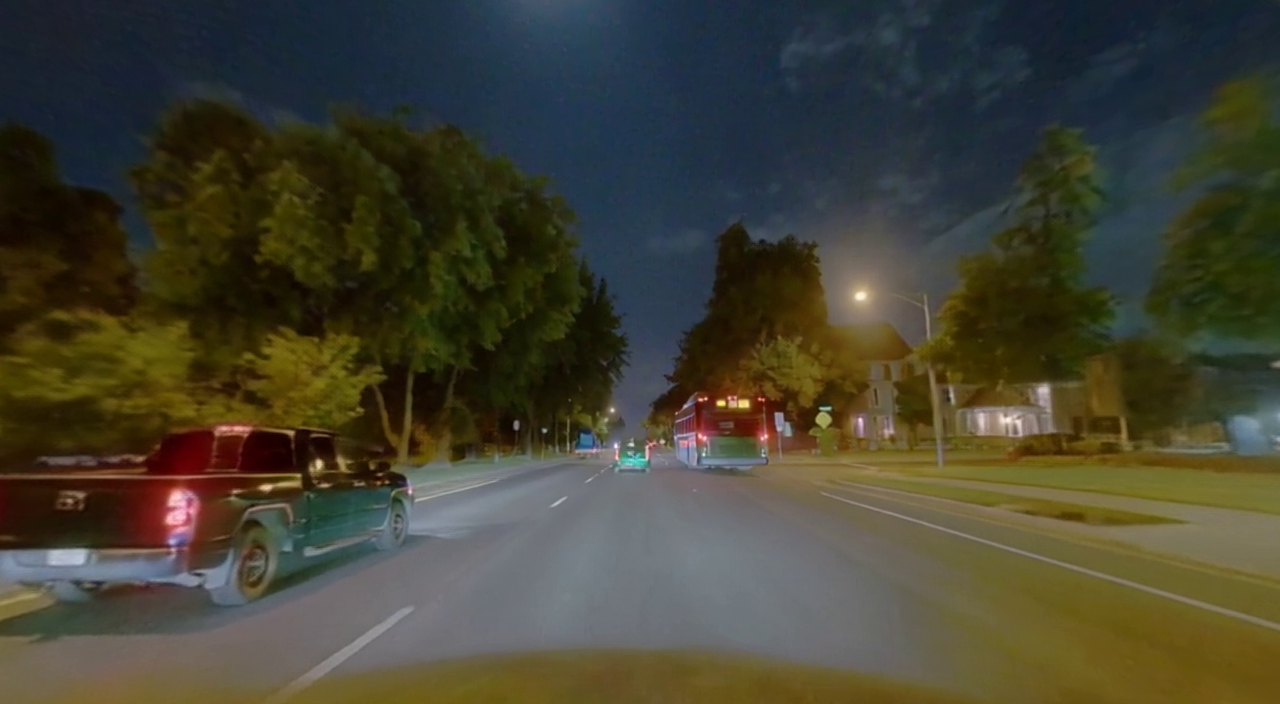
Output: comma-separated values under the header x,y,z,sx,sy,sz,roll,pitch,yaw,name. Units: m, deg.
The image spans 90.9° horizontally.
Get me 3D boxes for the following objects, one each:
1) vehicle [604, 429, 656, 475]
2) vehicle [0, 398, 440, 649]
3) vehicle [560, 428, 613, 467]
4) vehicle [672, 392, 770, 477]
x,y,z,sx,sy,sz,roll,pitch,yaw,name
-0.352,4.436,28.132,2.074,1.849,5.137,0,-8,1,vehicle
-3.835,1.394,6.260,2.109,1.543,4.535,0,-8,1,vehicle
-2.939,5.468,36.203,2.513,2.066,5.820,0,-8,0,vehicle
3.442,4.090,30.718,3.059,3.264,12.623,0,-8,0,vehicle
